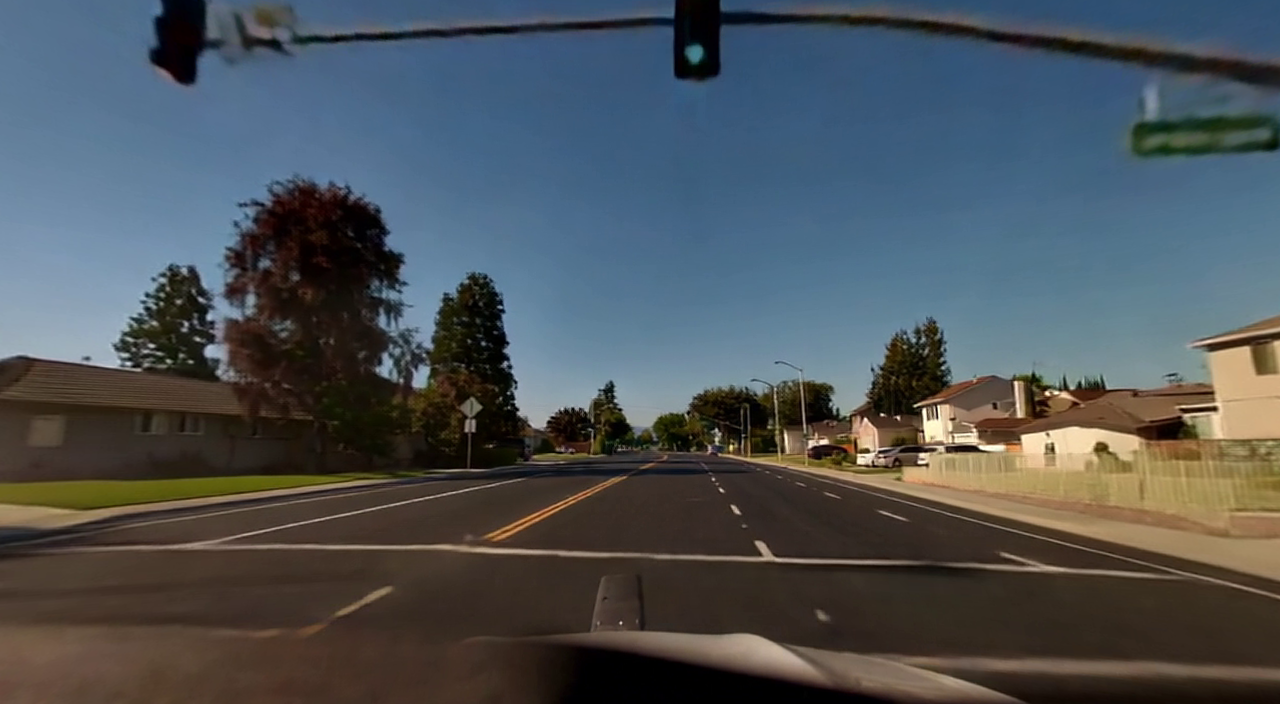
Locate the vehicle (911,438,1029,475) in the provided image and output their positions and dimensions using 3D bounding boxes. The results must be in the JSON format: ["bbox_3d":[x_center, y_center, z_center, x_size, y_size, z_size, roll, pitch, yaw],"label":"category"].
[{"bbox_3d":[17.037,5.390,32.806,4.854,1.803,2.179,0,-8,0],"label":"vehicle"}]
